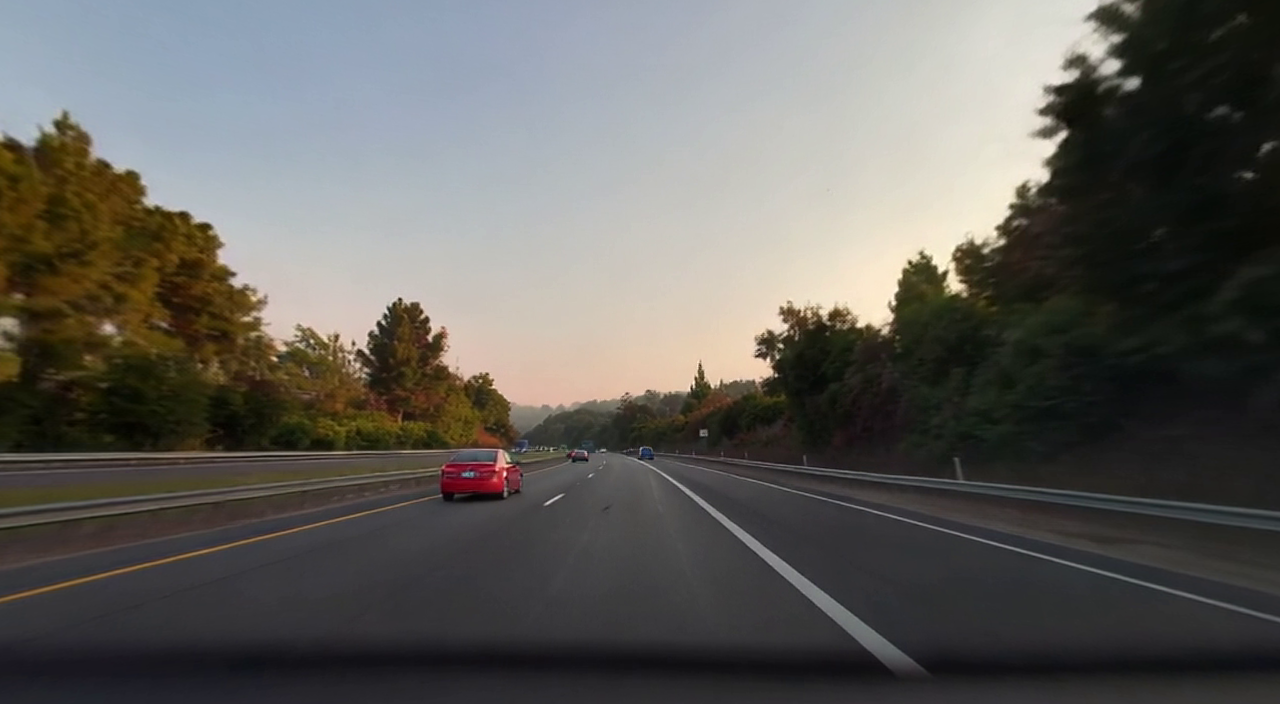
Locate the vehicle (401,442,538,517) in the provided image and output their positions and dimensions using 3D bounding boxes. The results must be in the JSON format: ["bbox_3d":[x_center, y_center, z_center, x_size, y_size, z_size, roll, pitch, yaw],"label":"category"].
[{"bbox_3d":[-3.887,2.981,15.415,1.957,1.499,4.965,0,-9,0],"label":"vehicle"}]
